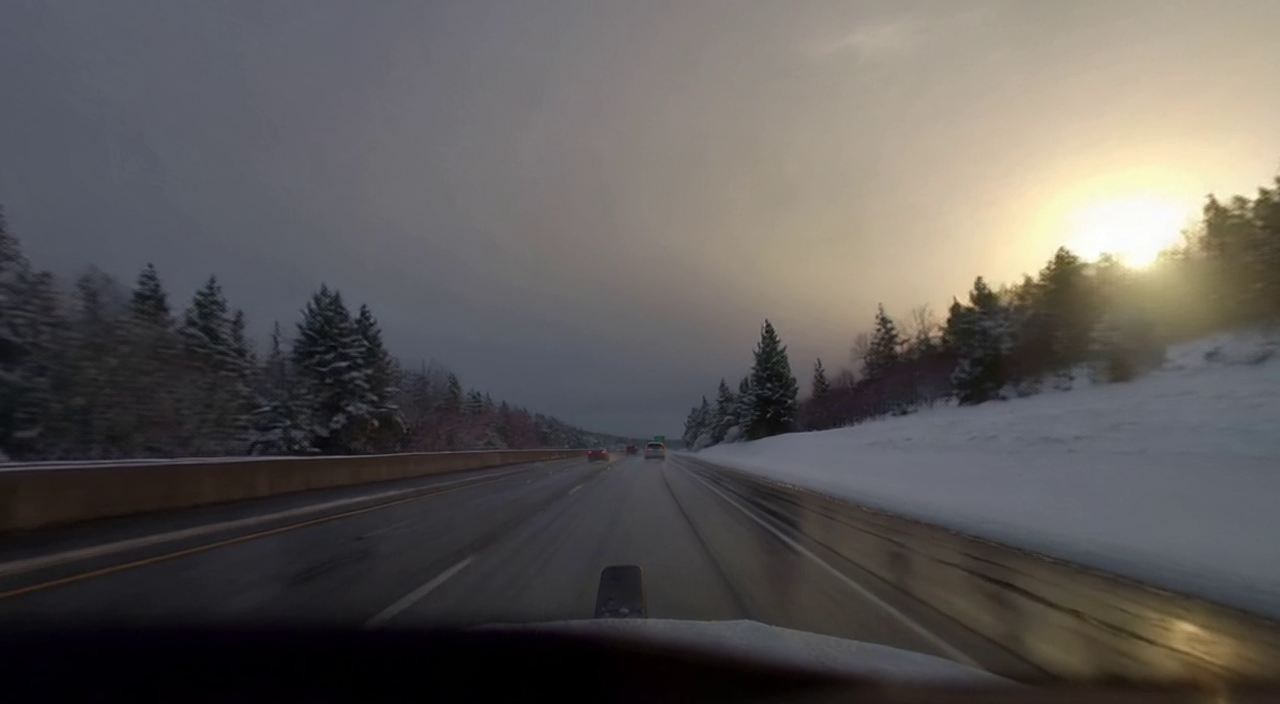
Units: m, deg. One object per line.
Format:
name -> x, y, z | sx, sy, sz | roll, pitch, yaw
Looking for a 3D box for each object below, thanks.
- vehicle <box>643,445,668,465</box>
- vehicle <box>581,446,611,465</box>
vehicle -> 1.191, 8.069, 49.547 | 1.934, 1.488, 3.832 | 0, -9, 1
vehicle -> -3.448, 8.160, 49.828 | 2.033, 1.449, 3.957 | 0, -9, 1
